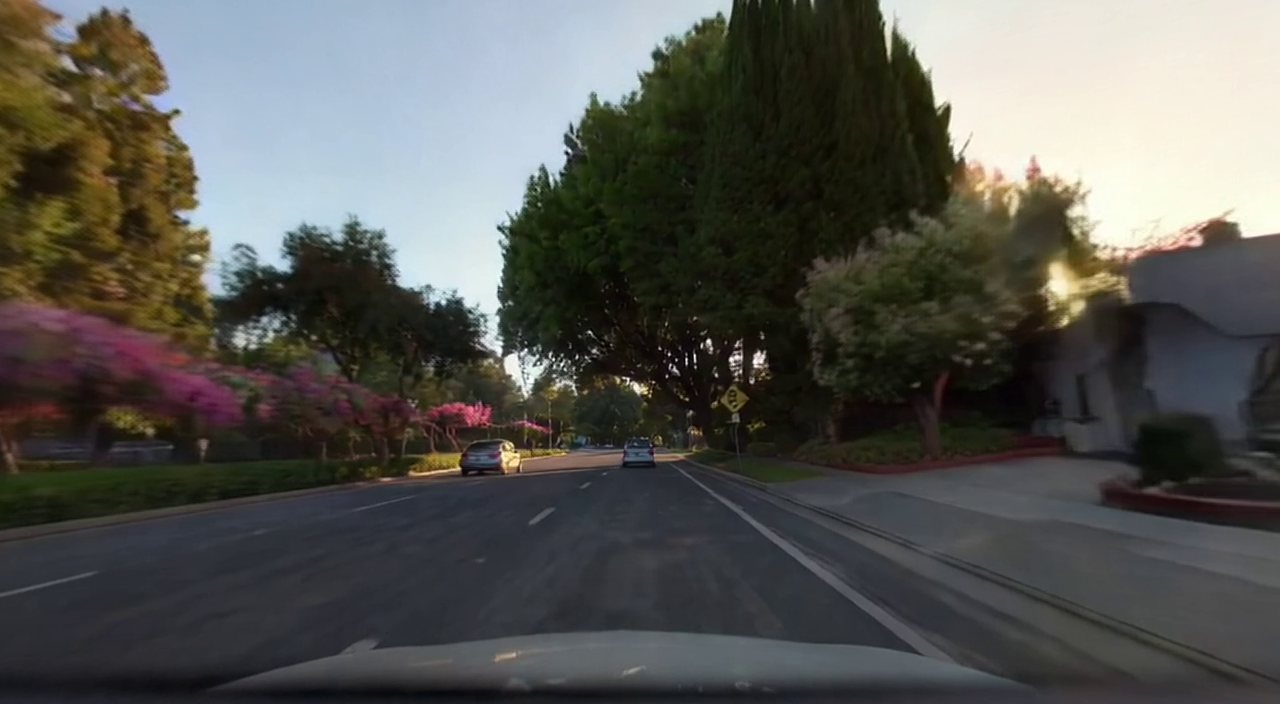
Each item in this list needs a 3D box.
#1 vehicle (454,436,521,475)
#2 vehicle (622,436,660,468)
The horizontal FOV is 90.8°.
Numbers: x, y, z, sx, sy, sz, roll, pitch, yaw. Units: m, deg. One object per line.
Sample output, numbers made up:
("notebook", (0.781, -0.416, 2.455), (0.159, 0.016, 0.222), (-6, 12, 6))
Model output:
("vehicle", (-7.051, 4.841, 29.745), (1.993, 1.657, 4.487), (0, -8, 1))
("vehicle", (0.053, 5.803, 36.817), (2.070, 1.764, 4.552), (0, -8, 1))
